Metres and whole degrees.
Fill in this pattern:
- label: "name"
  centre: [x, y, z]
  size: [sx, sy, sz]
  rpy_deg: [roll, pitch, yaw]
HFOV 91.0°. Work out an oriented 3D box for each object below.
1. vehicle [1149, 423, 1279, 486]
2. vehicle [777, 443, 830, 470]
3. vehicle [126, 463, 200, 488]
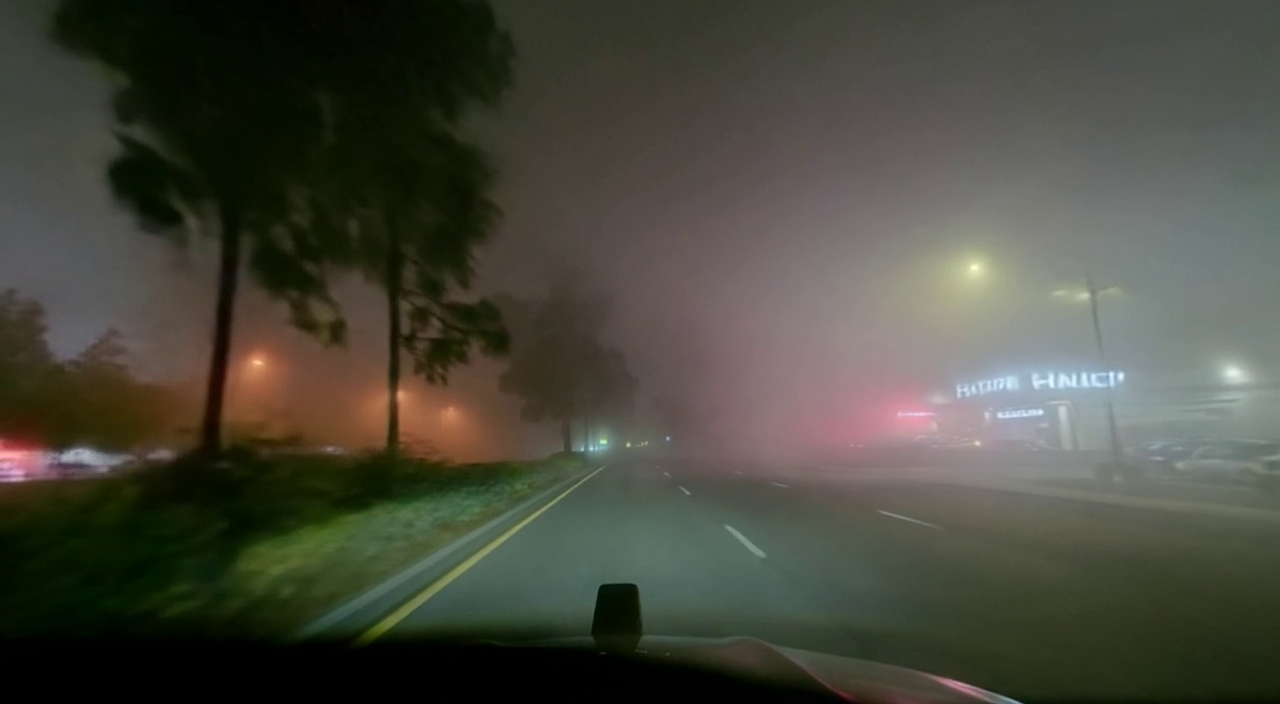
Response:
- label: "vehicle"
  centre: [19.199, 3.090, 19.358]
  size: [2.179, 1.767, 5.837]
  rpy_deg: [-2, -8, 0]
- label: "vehicle"
  centre: [10.079, 6.452, 39.130]
  size: [2.013, 1.551, 4.460]
  rpy_deg: [0, -8, -1]
- label: "vehicle"
  centre: [-30.646, 7.948, 40.509]
  size: [3.440, 1.394, 1.613]
  rpy_deg: [-1, -7, -1]
